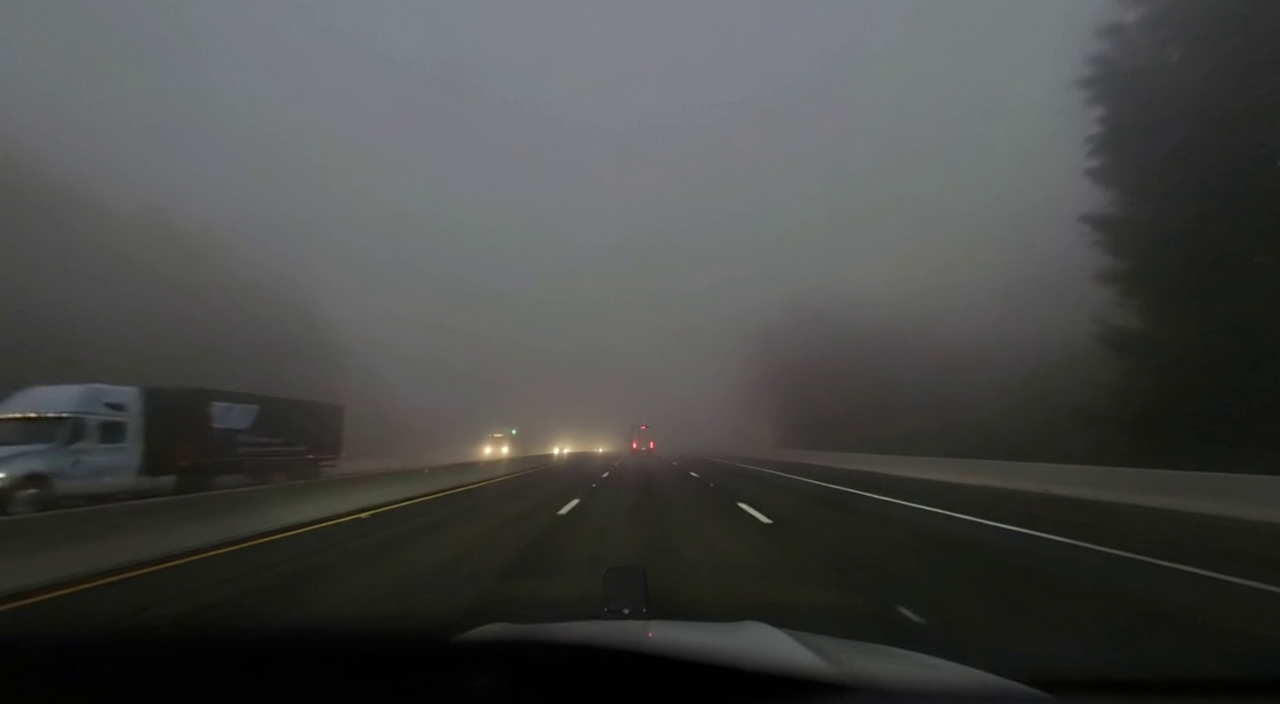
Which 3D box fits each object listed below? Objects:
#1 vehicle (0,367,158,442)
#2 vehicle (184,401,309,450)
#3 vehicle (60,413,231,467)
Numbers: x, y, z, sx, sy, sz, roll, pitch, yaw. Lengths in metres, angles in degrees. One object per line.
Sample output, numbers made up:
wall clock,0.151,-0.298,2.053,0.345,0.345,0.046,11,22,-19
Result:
vehicle,-18.229,1.757,19.247,2.301,1.979,5.870,0,-8,0
vehicle,-18.131,3.507,29.411,2.087,2.096,5.564,0,-8,2
vehicle,-18.017,3.278,23.358,2.169,1.756,5.078,0,-8,1
